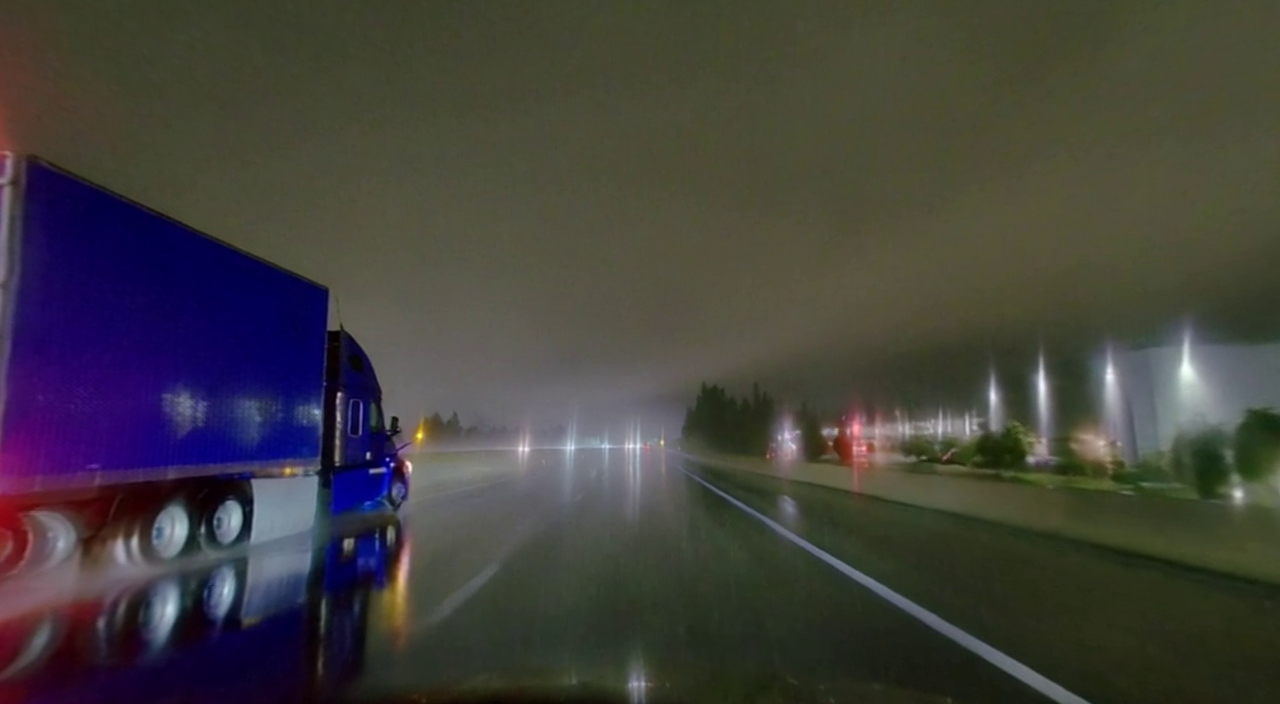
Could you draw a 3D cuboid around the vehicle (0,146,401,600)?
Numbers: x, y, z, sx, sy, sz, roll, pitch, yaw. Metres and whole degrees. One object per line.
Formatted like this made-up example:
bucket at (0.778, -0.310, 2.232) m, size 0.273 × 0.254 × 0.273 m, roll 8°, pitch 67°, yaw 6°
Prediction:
vehicle at (-6.982, 0.781, 9.557) m, size 2.996 × 3.947 × 8.600 m, roll 0°, pitch -9°, yaw 2°
